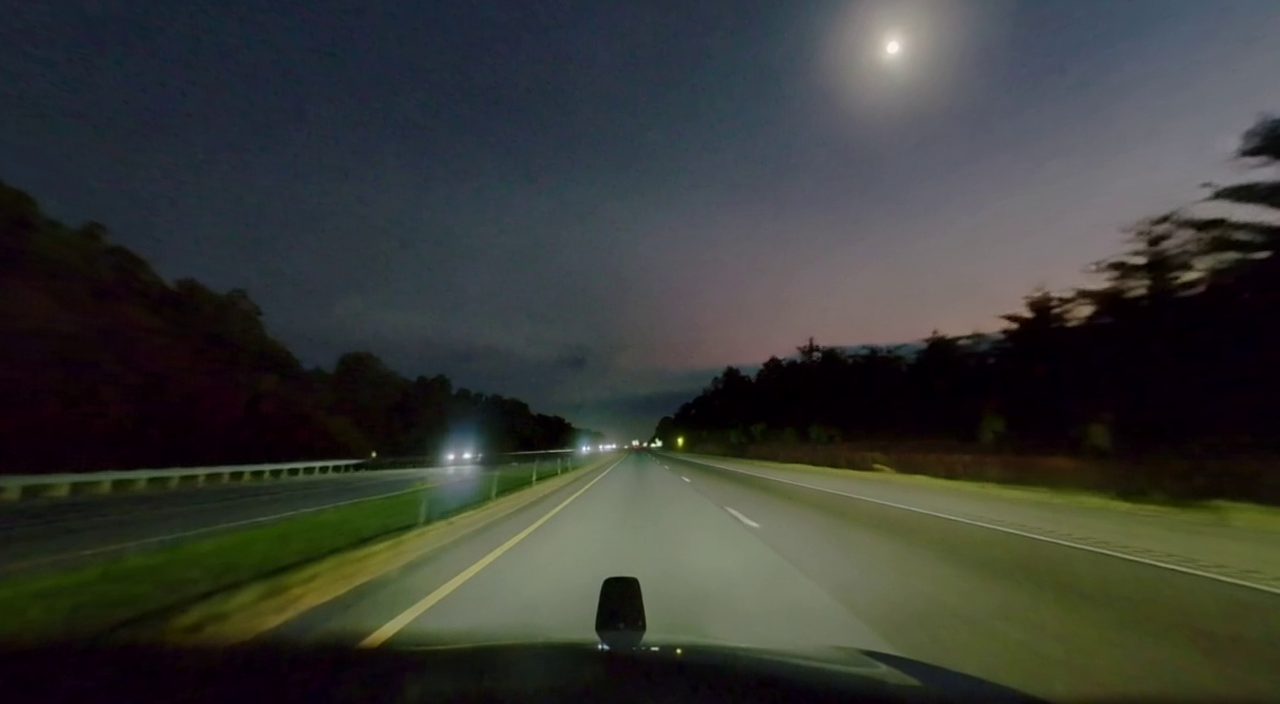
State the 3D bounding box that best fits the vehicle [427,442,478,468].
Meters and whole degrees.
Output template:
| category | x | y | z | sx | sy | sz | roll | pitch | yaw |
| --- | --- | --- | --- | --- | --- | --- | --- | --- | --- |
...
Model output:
| category | x | y | z | sx | sy | sz | roll | pitch | yaw |
| --- | --- | --- | --- | --- | --- | --- | --- | --- | --- |
| vehicle | -12.581 | 6.964 | 42.581 | 2.025 | 1.628 | 4.464 | 0 | -9 | 0 |
